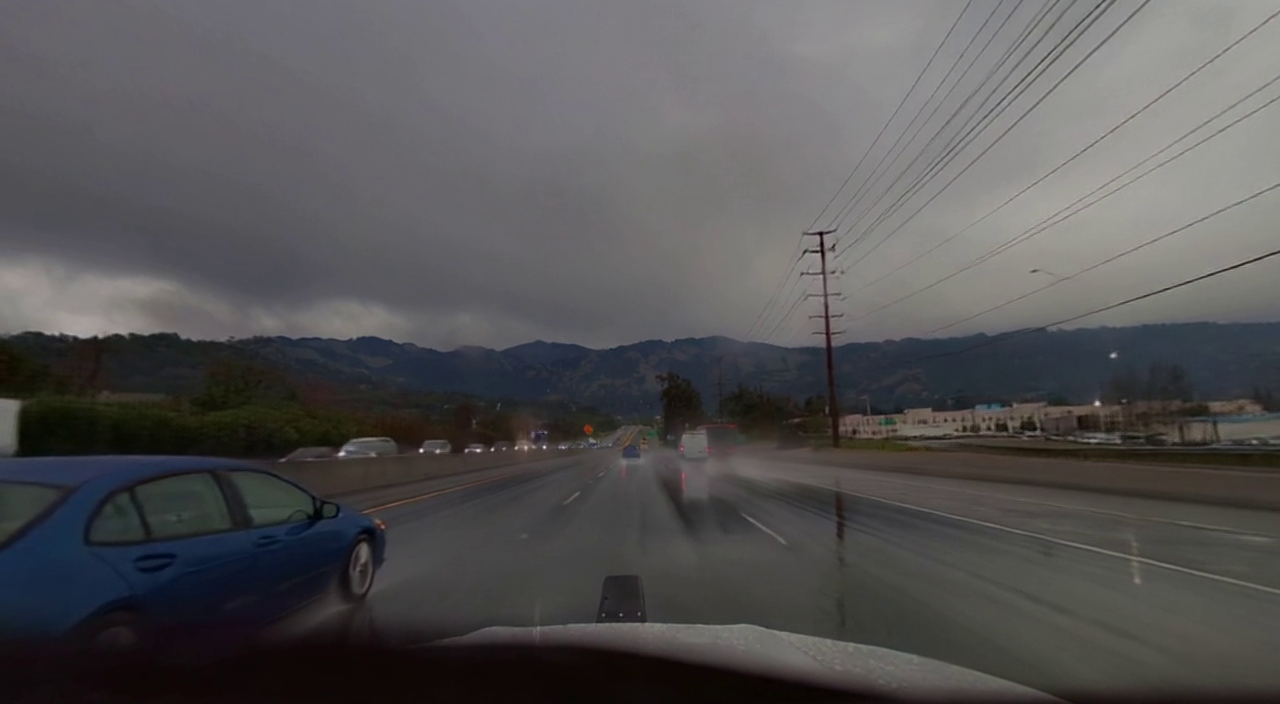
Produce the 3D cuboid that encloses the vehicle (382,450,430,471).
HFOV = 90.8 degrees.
[{"bbox_3d":[-17.559,8.180,47.635,1.847,1.485,4.729,0,-9,0],"label":"vehicle"}]

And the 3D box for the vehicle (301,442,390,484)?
[{"bbox_3d":[-13.846,5.217,30.034,1.962,1.792,4.576,0,-9,0],"label":"vehicle"}]

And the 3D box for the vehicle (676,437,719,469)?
[{"bbox_3d":[3.423,6.136,38.423,2.036,1.796,4.470,0,-9,-2],"label":"vehicle"}]

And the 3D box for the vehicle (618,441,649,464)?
[{"bbox_3d":[-0.491,7.755,48.844,2.325,1.712,4.592,0,-9,0],"label":"vehicle"}]

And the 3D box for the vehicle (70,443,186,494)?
[{"bbox_3d":[-35.198,7.970,43.796,2.616,3.213,6.631,1,-9,-3],"label":"vehicle"}]

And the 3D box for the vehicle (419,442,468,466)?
[{"bbox_3d":[-13.593,7.077,43.913,1.941,1.539,4.406,0,-9,1],"label":"vehicle"}]

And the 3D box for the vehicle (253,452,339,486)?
[{"bbox_3d":[-16.927,5.734,31.292,1.957,1.516,3.844,1,-8,2],"label":"vehicle"}]
